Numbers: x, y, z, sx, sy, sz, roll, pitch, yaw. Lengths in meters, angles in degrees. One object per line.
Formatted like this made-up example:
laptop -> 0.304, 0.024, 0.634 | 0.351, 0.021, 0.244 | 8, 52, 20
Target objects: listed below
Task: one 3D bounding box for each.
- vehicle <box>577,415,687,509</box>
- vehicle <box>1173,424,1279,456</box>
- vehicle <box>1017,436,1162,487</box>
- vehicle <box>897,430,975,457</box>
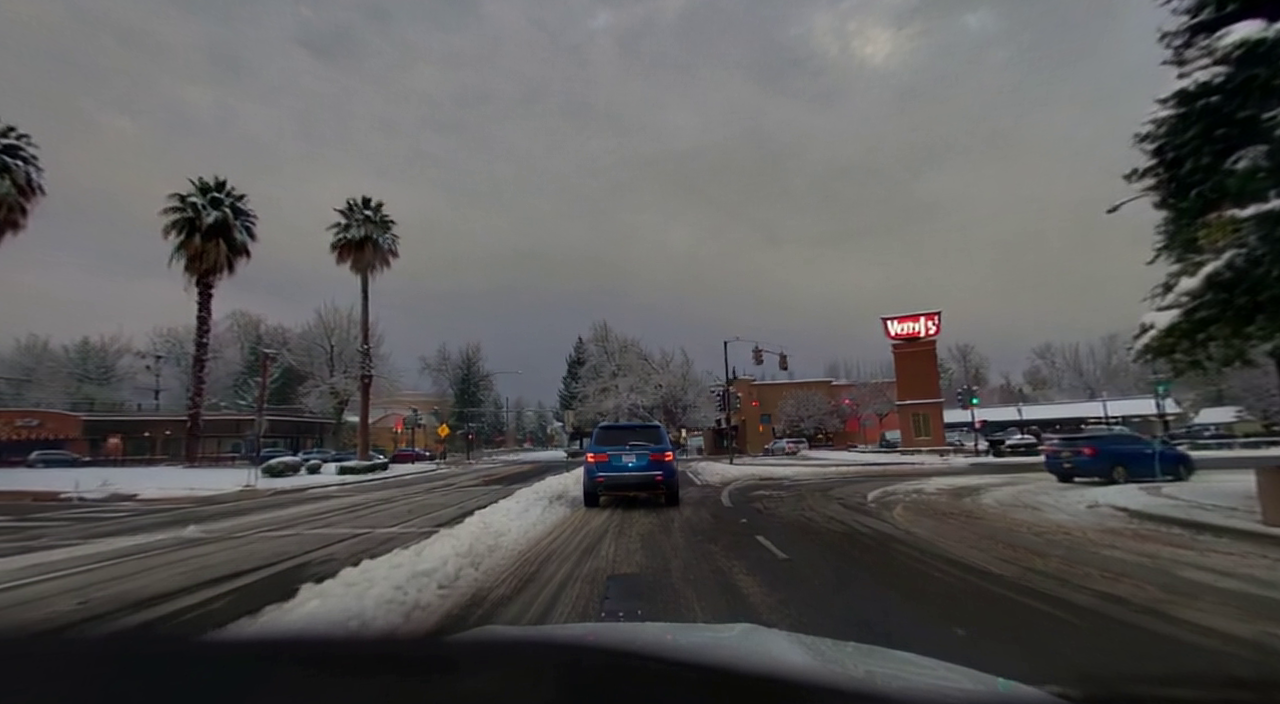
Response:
vehicle -> -0.095, 2.629, 15.516 | 2.263, 1.932, 4.709 | 0, -8, 2
vehicle -> 32.479, 4.890, 34.975 | 4.167, 1.655, 1.841 | -5, -10, 32
vehicle -> 15.343, 3.672, 21.572 | 4.542, 1.560, 2.086 | 4, -9, -28
vehicle -> 21.719, 6.753, 46.455 | 4.852, 1.847, 1.983 | -6, -10, 33
